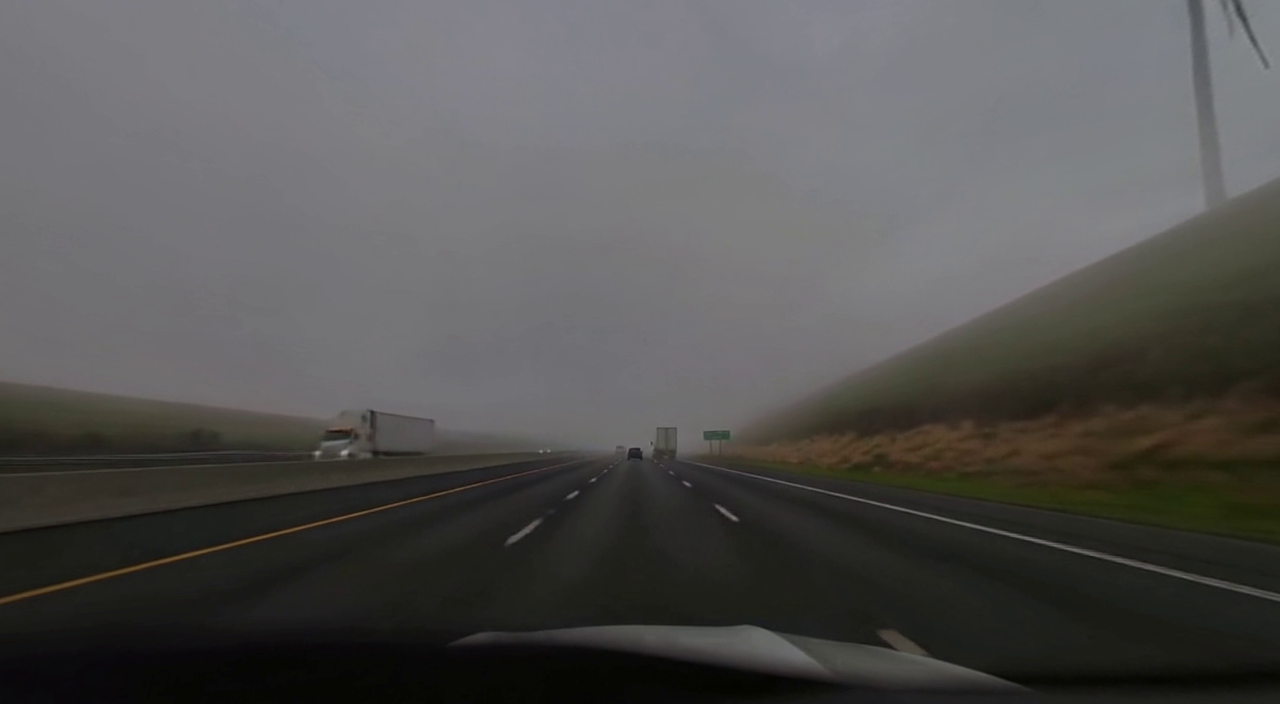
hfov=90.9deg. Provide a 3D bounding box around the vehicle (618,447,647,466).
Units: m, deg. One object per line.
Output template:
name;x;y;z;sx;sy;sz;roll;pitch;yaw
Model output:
vehicle;-0.606;8.222;49.566;2.209;1.453;3.695;0;-9;-1

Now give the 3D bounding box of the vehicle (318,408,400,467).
vehicle;-19.042;5.911;43.170;2.983;3.701;5.845;0;-9;-2
